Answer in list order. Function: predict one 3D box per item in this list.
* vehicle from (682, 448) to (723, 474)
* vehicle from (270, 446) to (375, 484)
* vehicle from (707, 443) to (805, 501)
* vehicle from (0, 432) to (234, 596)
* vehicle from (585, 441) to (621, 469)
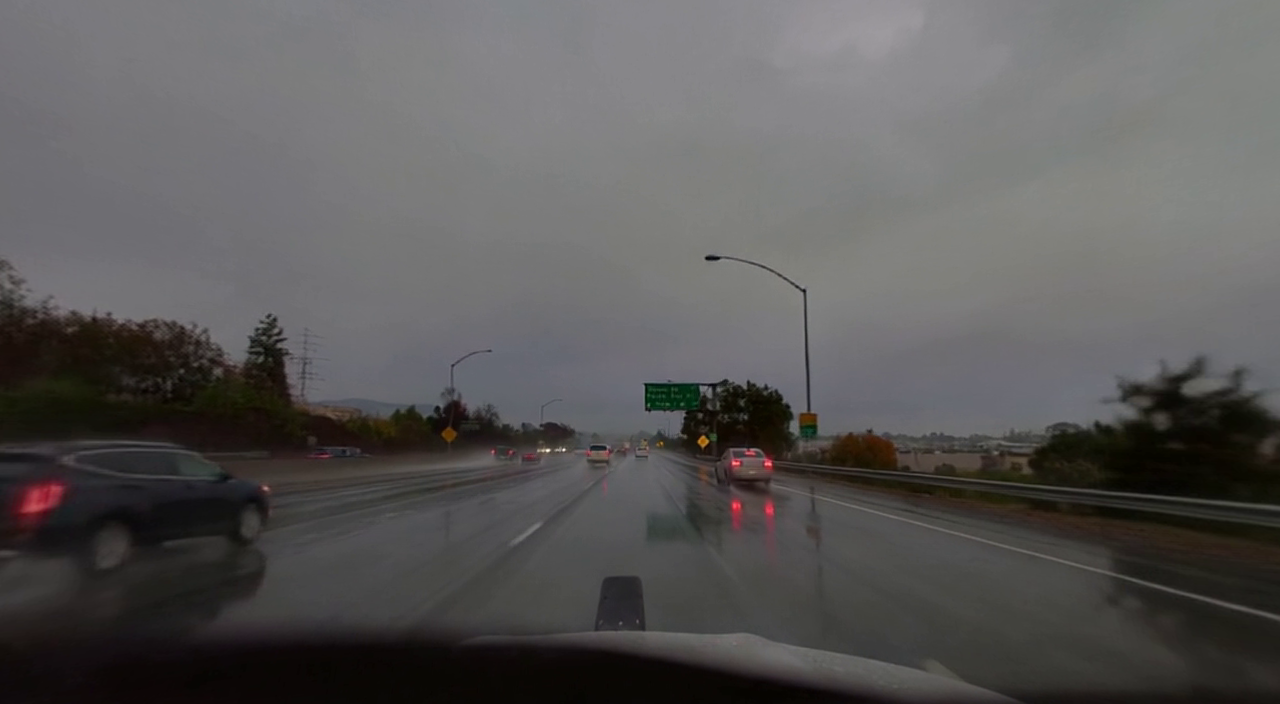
[{"bbox_3d":[3.697,6.531,38.026,1.929,1.485,4.482,0,-9,-1],"label":"vehicle"},{"bbox_3d":[-13.845,4.934,27.894,1.959,1.520,5.068,0,-9,1],"label":"vehicle"},{"bbox_3d":[3.384,3.596,19.321,2.126,1.529,4.438,0,-9,0],"label":"vehicle"},{"bbox_3d":[-7.046,1.689,6.964,1.977,1.529,4.616,0,-9,1],"label":"vehicle"},{"bbox_3d":[-2.738,7.833,48.055,2.449,1.929,5.503,0,-9,0],"label":"vehicle"}]
